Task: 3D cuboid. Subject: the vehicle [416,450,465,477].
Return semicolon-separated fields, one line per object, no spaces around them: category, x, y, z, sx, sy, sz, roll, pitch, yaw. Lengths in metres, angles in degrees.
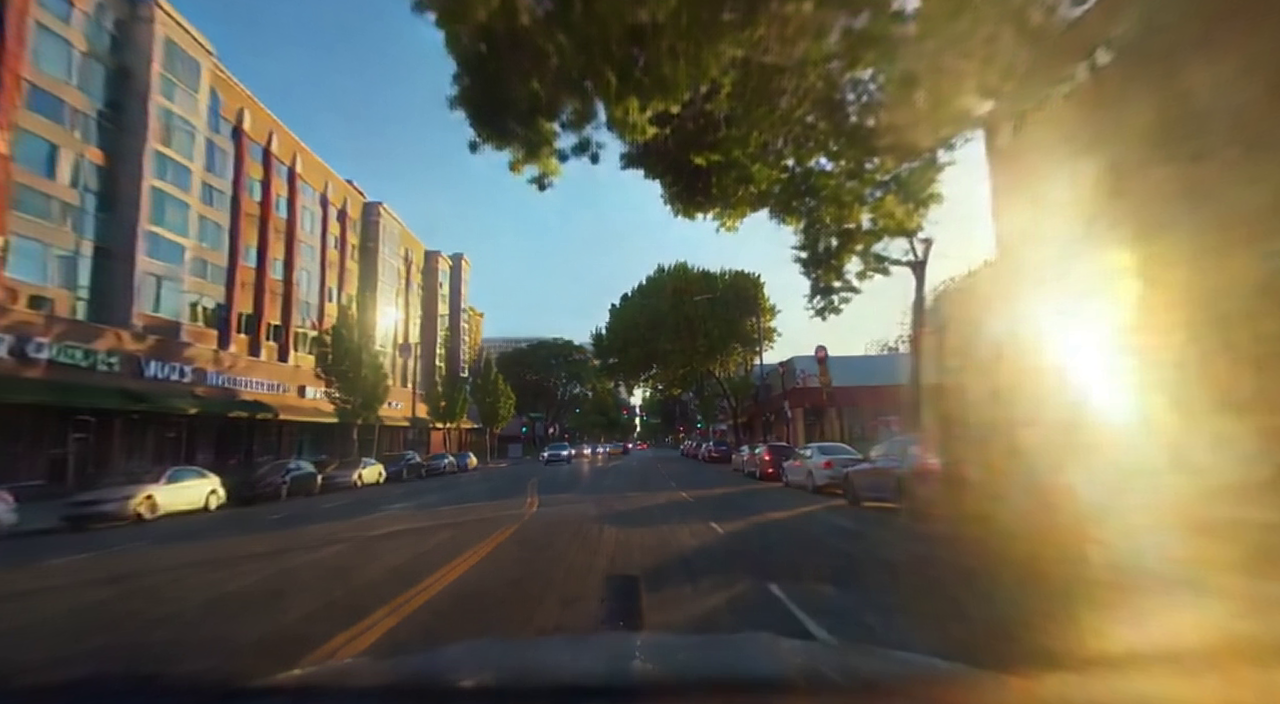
vehicle;-12.445;6.956;39.565;1.774;1.570;3.900;0;-8;0

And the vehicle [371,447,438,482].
vehicle;-12.027;5.747;32.550;1.834;1.643;4.110;0;-8;1

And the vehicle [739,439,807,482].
vehicle;5.541;4.575;26.924;1.899;1.642;4.463;0;-8;0

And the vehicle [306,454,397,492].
vehicle;-12.525;5.261;27.792;1.868;1.418;4.415;-2;-9;1

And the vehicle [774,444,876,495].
vehicle;5.823;3.722;20.477;1.787;1.463;4.506;0;-8;-2

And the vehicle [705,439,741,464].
vehicle;6.036;7.282;46.342;2.047;1.720;4.353;0;-8;0

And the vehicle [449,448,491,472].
vehicle;-12.117;7.687;45.222;1.894;1.654;3.944;0;-8;0

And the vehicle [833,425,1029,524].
vehicle;6.012;2.569;13.836;1.991;1.771;4.604;0;-8;-1

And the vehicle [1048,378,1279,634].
vehicle;5.899;1.218;5.244;2.010;1.943;4.319;-2;-9;-1

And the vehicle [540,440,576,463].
vehicle;-6.368;7.788;49.541;2.095;1.759;4.413;0;-8;1

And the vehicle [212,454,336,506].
vehicle;-12.503;4.365;21.943;1.800;1.532;4.110;0;-8;0

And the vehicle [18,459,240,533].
vehicle;-12.620;3.543;16.119;1.927;1.489;4.572;0;-8;-2
